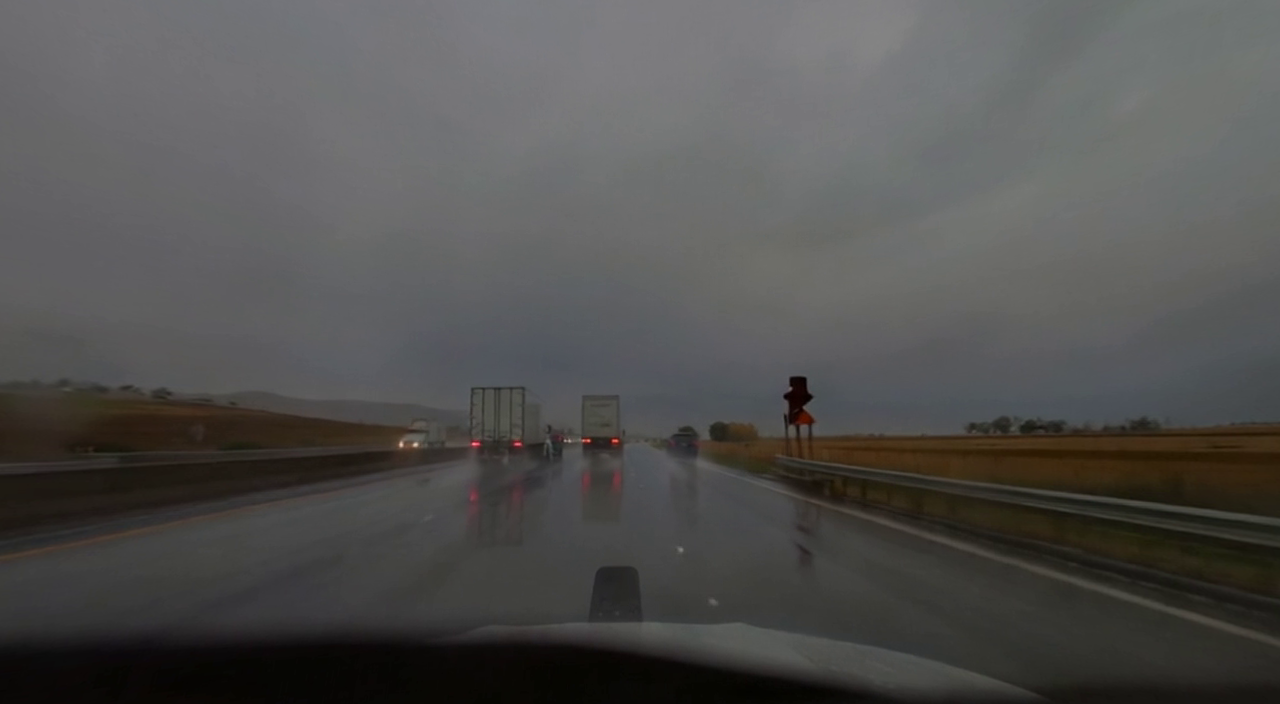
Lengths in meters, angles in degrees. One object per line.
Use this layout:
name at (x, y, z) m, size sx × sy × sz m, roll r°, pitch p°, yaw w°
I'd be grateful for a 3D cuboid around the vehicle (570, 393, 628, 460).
vehicle at (-3.069, 5.737, 46.874) m, size 3.475 × 4.037 × 17.454 m, roll 0°, pitch -8°, yaw -4°

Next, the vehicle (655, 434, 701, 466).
vehicle at (1.832, 4.890, 31.491) m, size 1.891 × 1.477 × 3.599 m, roll 0°, pitch -8°, yaw -3°

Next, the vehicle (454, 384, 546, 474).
vehicle at (-5.883, 3.430, 27.716) m, size 2.728 × 3.405 × 7.096 m, roll 0°, pitch -8°, yaw -3°
